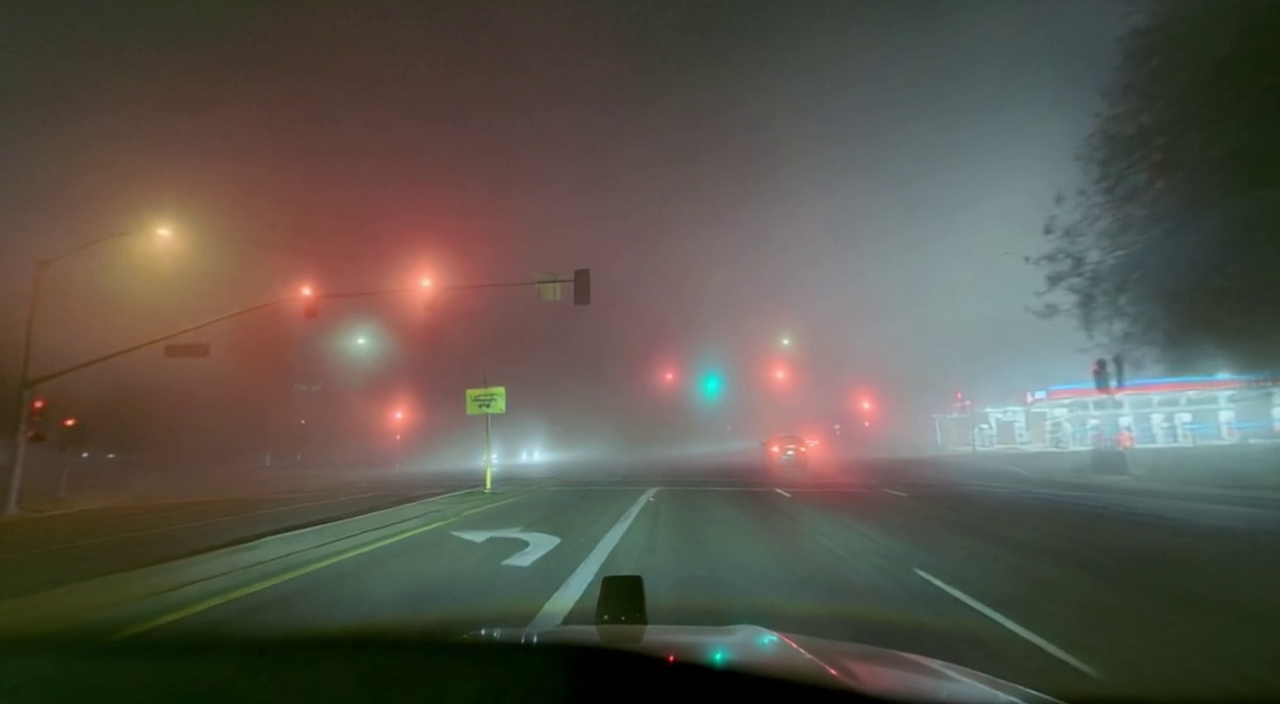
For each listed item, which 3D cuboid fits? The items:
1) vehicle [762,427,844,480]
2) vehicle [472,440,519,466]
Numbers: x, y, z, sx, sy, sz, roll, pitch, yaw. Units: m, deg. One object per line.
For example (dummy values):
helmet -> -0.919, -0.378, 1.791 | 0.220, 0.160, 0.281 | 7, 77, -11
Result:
vehicle -> 5.753, 3.653, 22.699 | 2.090, 1.717, 4.063 | -1, -9, 4
vehicle -> -10.814, 7.574, 47.264 | 2.112, 1.853, 4.516 | -1, -9, 5
